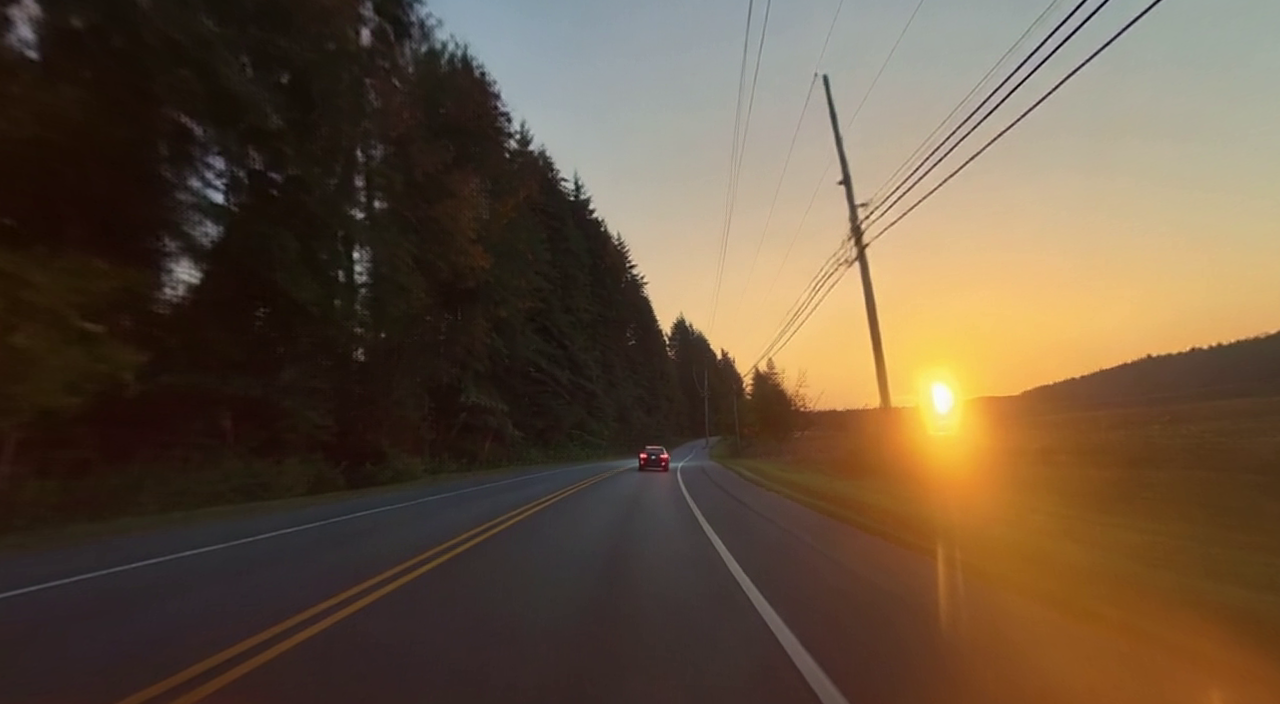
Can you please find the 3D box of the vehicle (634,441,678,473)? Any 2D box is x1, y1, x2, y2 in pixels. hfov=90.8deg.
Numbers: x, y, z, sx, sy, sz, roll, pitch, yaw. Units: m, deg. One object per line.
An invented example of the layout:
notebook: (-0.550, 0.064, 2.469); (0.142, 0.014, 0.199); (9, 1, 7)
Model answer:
vehicle: (0.869, 5.252, 31.769); (2.059, 1.524, 3.963); (-1, -9, 4)
